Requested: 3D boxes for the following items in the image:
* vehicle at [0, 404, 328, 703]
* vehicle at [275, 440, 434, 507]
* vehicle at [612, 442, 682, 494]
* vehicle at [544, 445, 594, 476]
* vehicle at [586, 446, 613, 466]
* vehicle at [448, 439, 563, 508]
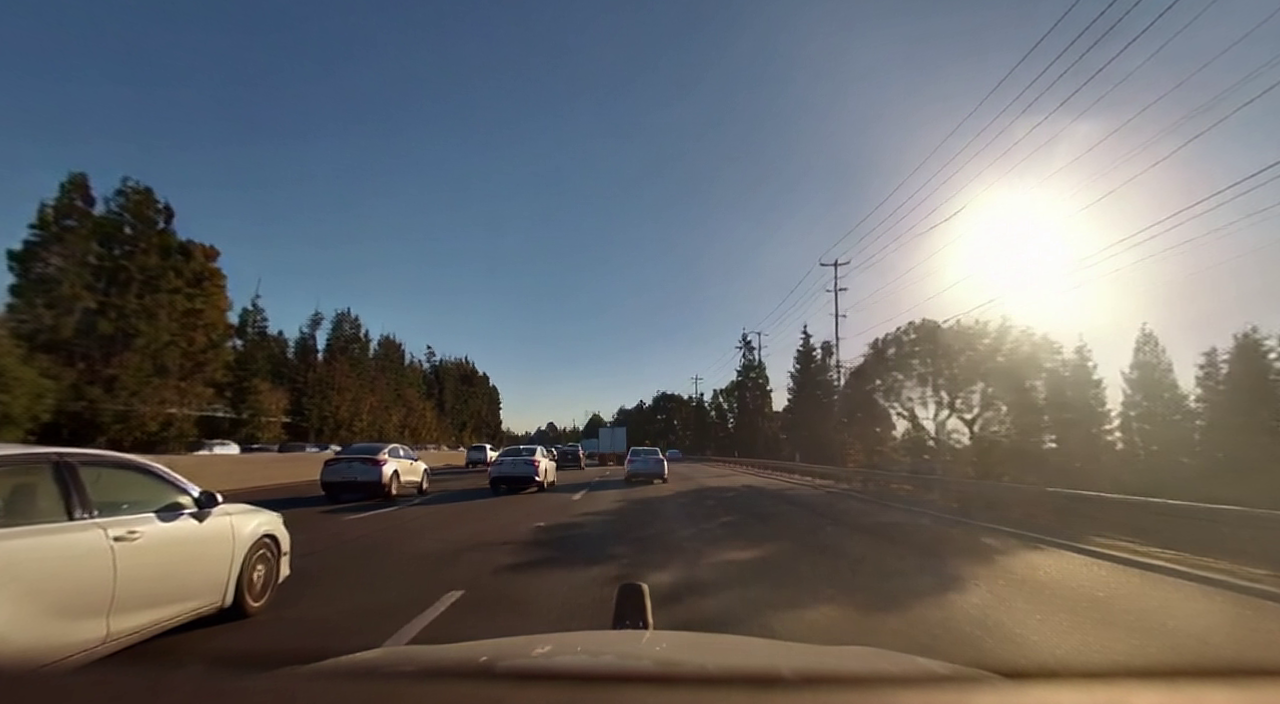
[{"bbox_3d":[-3.635,1.049,3.132,1.883,1.500,4.373,0,-9,1],"label":"vehicle"},{"bbox_3d":[-7.049,3.024,16.177,1.867,1.445,4.499,0,-9,2],"label":"vehicle"},{"bbox_3d":[0.193,3.688,20.429,2.018,1.470,4.491,0,-9,0],"label":"vehicle"},{"bbox_3d":[-3.420,5.286,30.972,2.013,1.437,3.801,0,-9,0],"label":"vehicle"},{"bbox_3d":[-3.078,8.013,48.860,1.840,1.439,3.687,0,-9,0],"label":"vehicle"},{"bbox_3d":[-3.179,2.962,15.816,1.912,1.464,4.115,0,-9,1],"label":"vehicle"}]
